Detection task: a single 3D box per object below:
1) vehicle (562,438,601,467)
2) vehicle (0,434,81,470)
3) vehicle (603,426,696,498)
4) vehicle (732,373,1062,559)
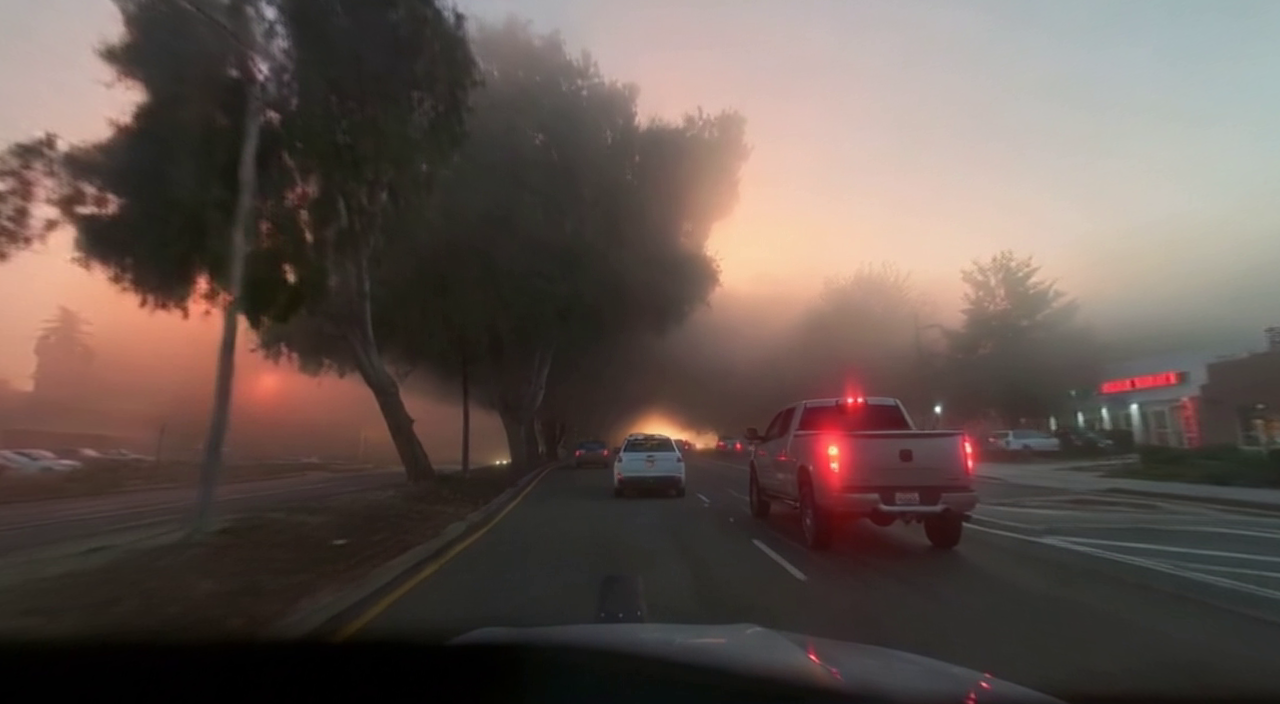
[{"bbox_3d":[-3.200,5.430,34.156,1.960,1.475,4.161,1,-8,-6],"label":"vehicle"},{"bbox_3d":[-32.978,5.173,32.648,5.603,1.772,2.150,1,-8,-4],"label":"vehicle"},{"bbox_3d":[0.191,2.834,16.602,2.145,1.650,4.021,0,-8,-1],"label":"vehicle"},{"bbox_3d":[3.347,1.730,10.210,2.731,2.101,6.047,0,-8,-1],"label":"vehicle"}]
